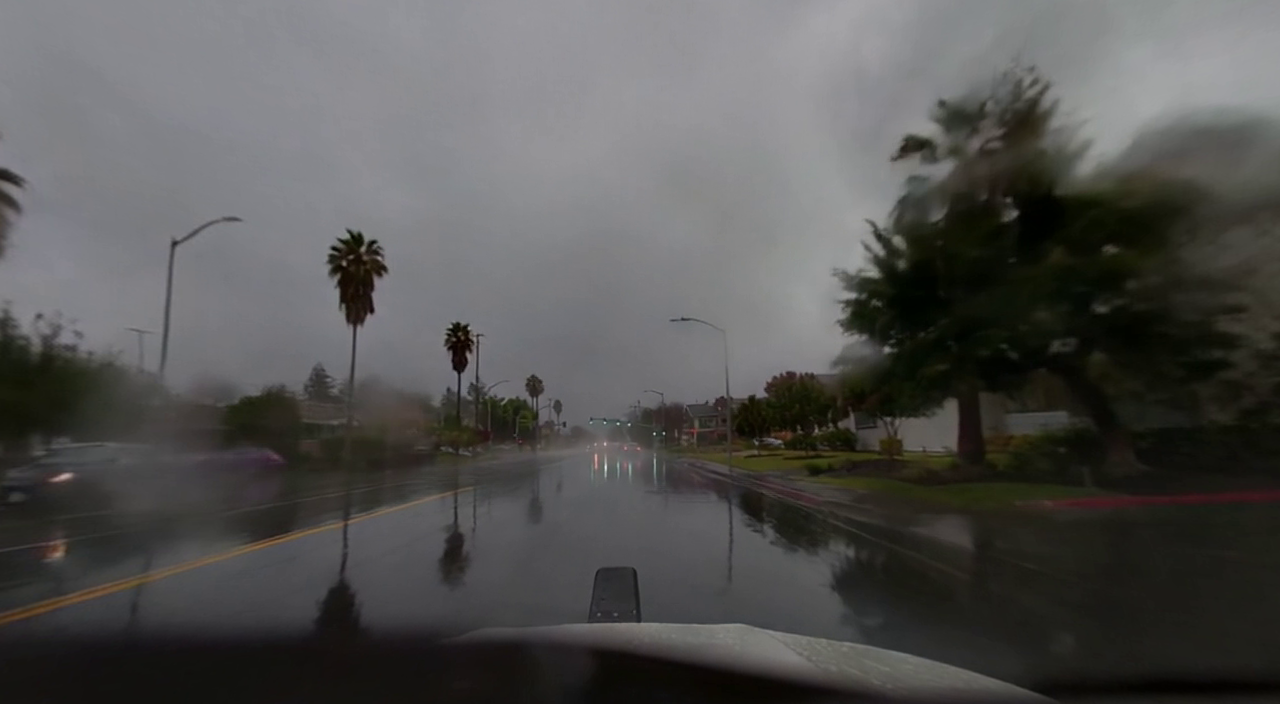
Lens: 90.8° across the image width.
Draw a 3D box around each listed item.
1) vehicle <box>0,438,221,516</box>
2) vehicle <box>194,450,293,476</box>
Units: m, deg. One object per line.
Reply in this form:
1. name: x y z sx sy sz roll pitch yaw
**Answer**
1. vehicle: -14.404 3.331 17.450 2.143 1.808 5.265 0 -9 -2
2. vehicle: -23.468 6.568 37.488 4.567 1.447 1.892 0 -9 -1
